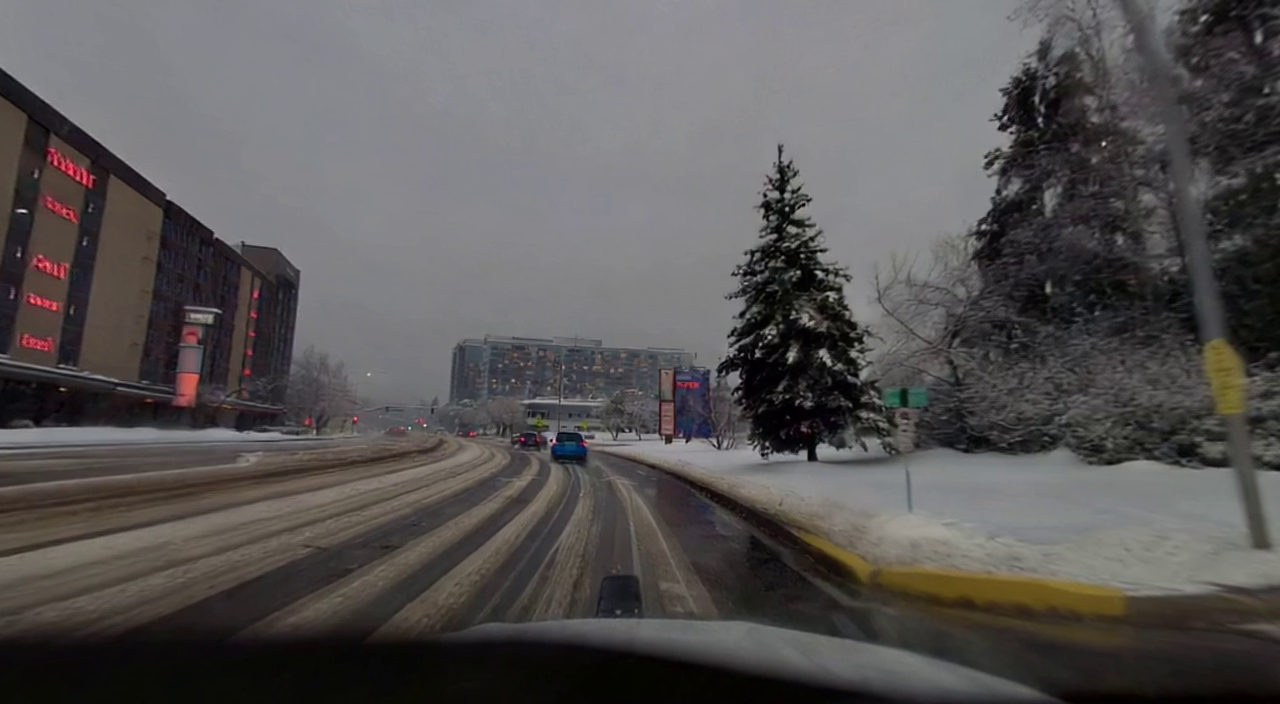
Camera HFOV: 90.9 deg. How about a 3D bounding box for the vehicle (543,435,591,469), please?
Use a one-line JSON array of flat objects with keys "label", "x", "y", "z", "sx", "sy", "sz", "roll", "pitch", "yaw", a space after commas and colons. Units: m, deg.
[{"label": "vehicle", "x": -3.723, "y": 4.980, "z": 31.777, "sx": 2.231, "sy": 1.572, "sz": 4.227, "roll": 1, "pitch": -8, "yaw": -7}]
